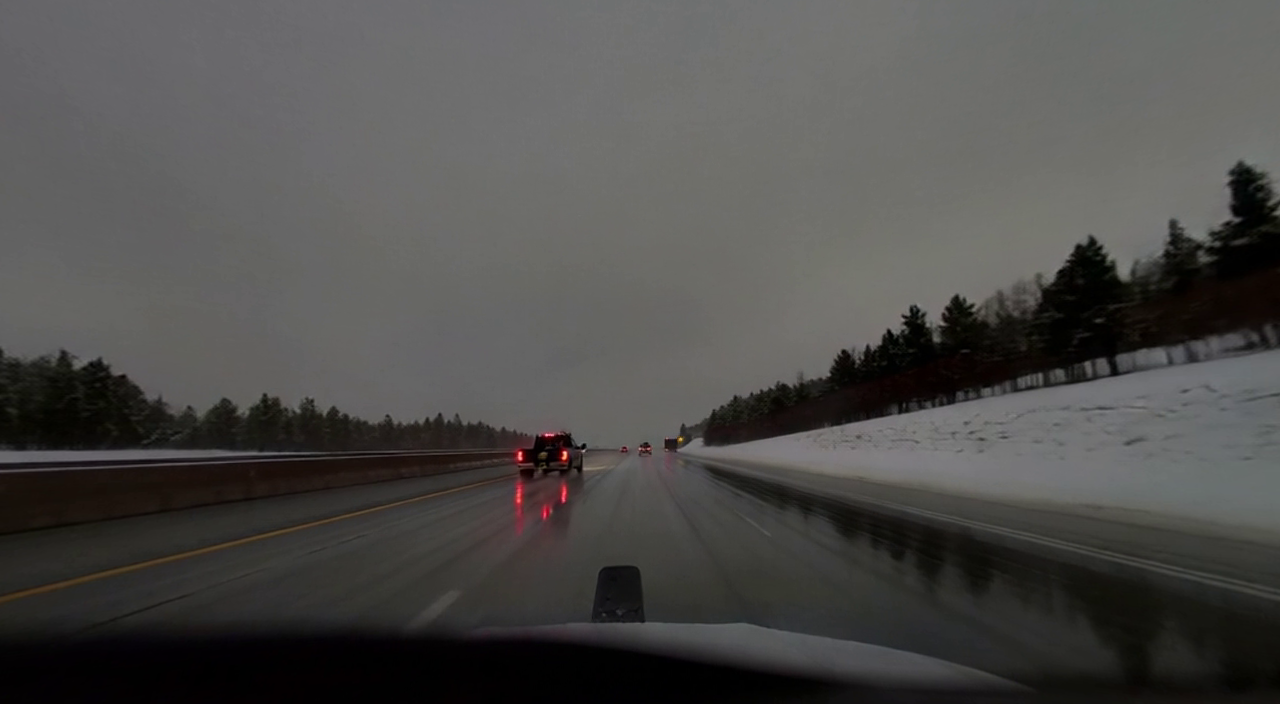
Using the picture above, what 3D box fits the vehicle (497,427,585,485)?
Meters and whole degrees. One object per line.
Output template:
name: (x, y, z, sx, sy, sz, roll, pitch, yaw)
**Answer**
vehicle: (-3.554, 3.900, 23.936, 2.379, 1.918, 5.504, 0, -8, 1)
